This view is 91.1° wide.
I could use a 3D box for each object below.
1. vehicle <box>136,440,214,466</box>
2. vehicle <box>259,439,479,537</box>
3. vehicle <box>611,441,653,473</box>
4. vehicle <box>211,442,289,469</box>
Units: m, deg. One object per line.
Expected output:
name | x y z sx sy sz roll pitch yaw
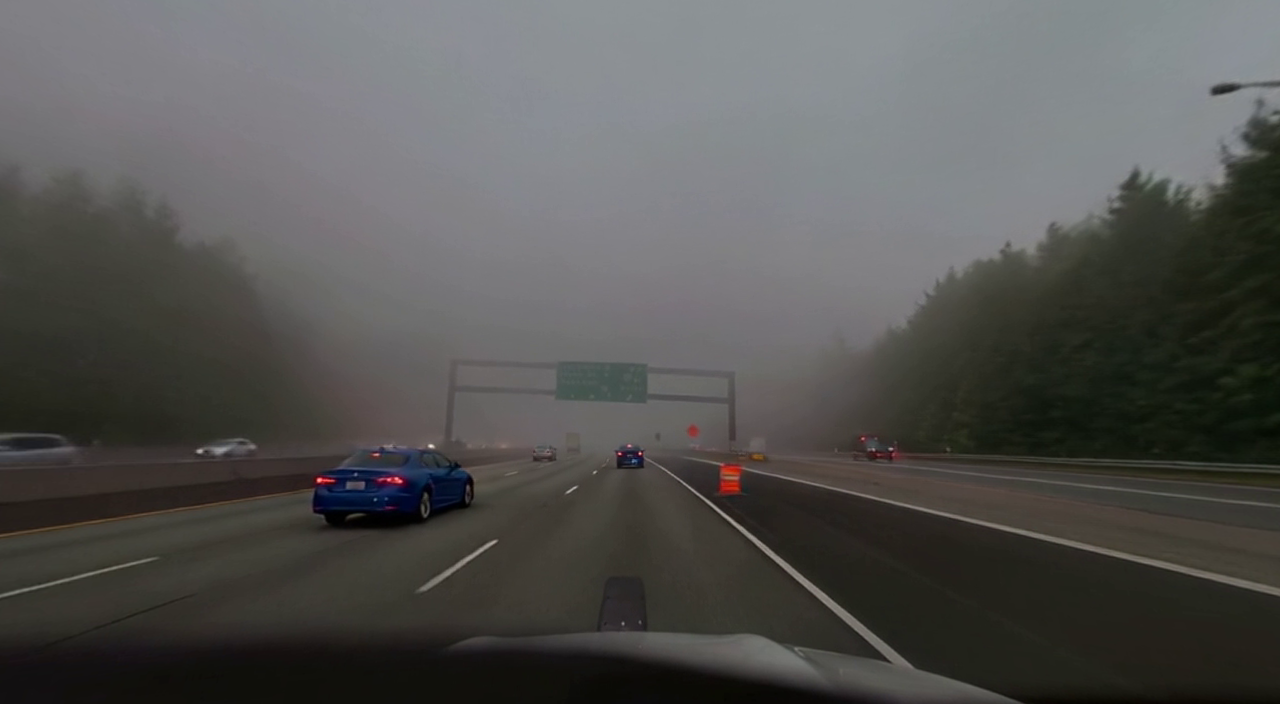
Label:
vehicle | -29.418 6.393 39.909 1.852 1.550 4.169 0 -8 -2
vehicle | -4.508 2.301 11.361 2.001 1.415 4.360 0 -8 1
vehicle | -0.461 5.259 31.664 1.963 1.462 4.681 0 -8 -2
vehicle | -22.432 5.950 36.287 1.818 1.447 4.303 0 -8 -1
